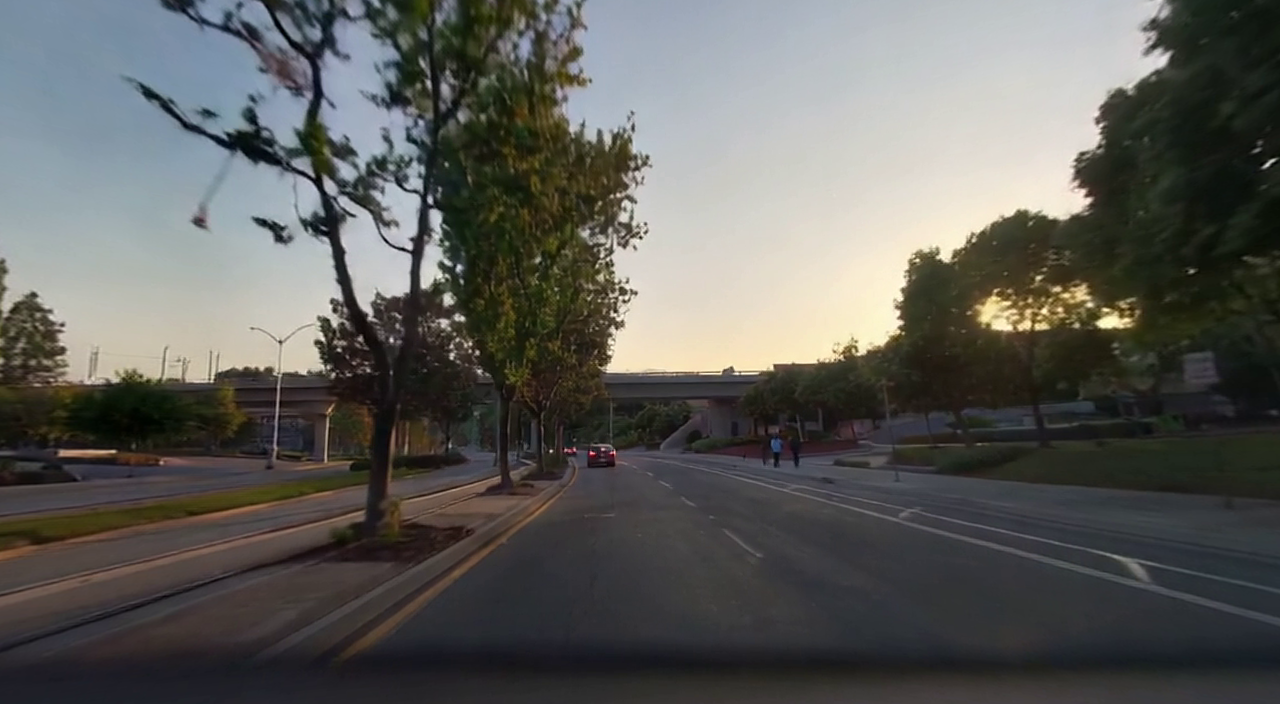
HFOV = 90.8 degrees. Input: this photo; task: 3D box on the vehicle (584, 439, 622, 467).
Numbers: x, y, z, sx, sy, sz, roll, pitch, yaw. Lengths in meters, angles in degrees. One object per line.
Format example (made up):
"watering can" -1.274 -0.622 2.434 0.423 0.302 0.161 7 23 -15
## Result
"vehicle" -2.504 6.660 41.776 2.184 1.713 4.231 1 -9 -7
